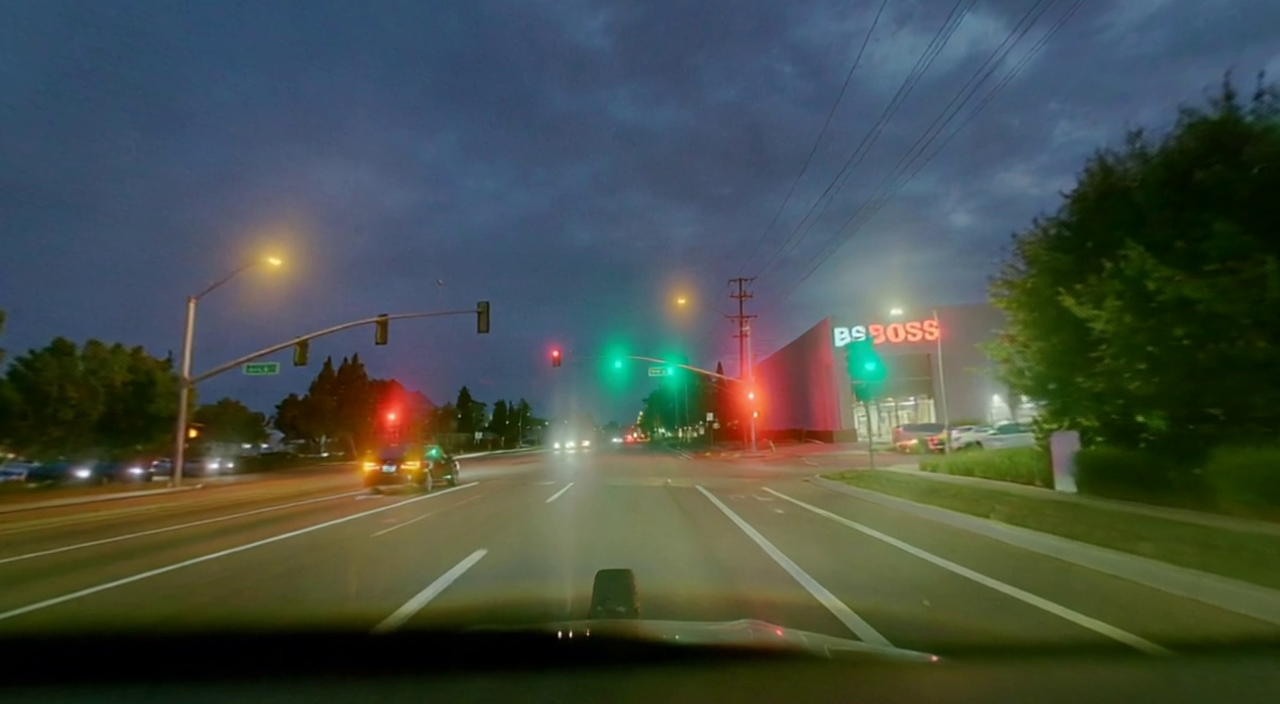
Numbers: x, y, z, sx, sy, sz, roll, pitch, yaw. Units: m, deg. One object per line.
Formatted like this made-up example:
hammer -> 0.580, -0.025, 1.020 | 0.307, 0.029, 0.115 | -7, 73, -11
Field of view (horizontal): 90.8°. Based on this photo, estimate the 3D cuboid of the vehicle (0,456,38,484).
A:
vehicle -> -43.573, 8.119, 43.624 | 2.020, 1.784, 4.391 | 5, -10, -34

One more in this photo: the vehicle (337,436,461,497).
vehicle -> -6.493, 3.103, 17.583 | 1.928, 1.451, 4.219 | 0, -8, -2

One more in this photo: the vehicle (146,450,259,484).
vehicle -> -23.801, 6.266, 34.467 | 4.722, 1.741, 2.142 | -1, -8, 6

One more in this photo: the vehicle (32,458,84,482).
vehicle -> -40.521, 8.203, 44.072 | 1.906, 1.496, 4.381 | 5, -10, -34
